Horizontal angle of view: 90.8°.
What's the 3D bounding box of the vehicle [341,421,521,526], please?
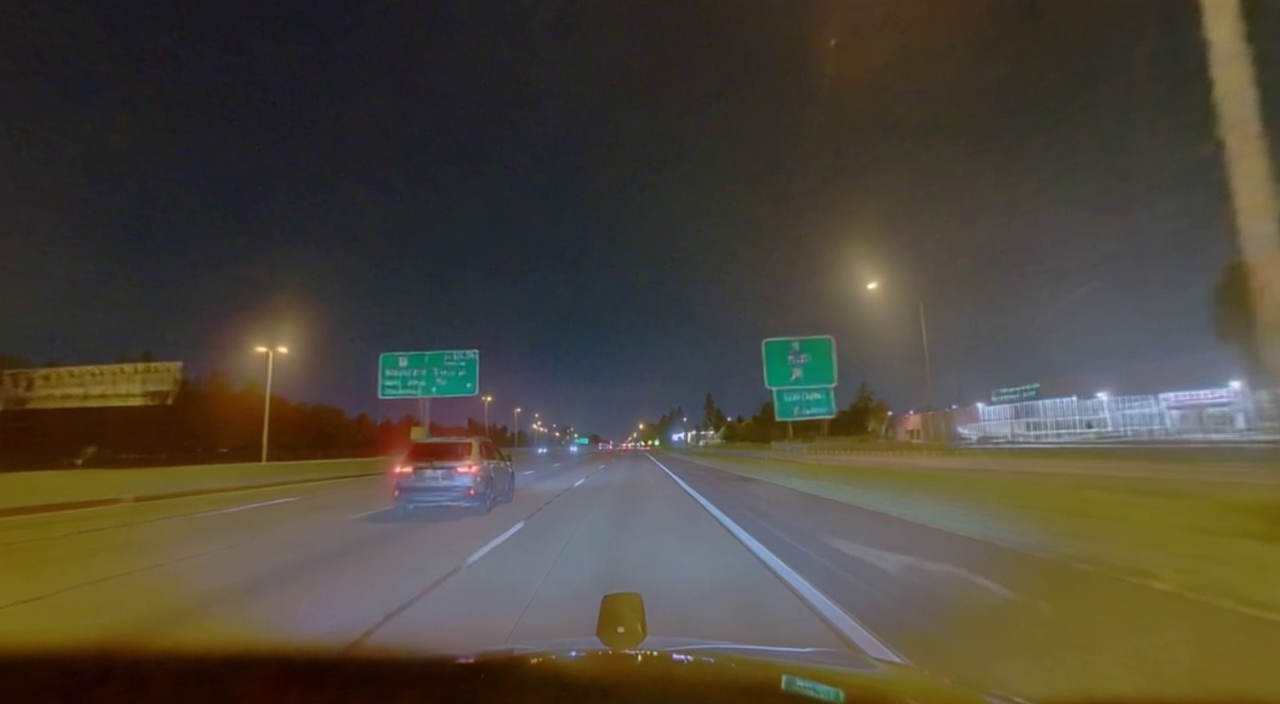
[{"bbox_3d":[-4.023,2.434,13.209,2.150,1.761,4.697,0,-8,0],"label":"vehicle"}]
